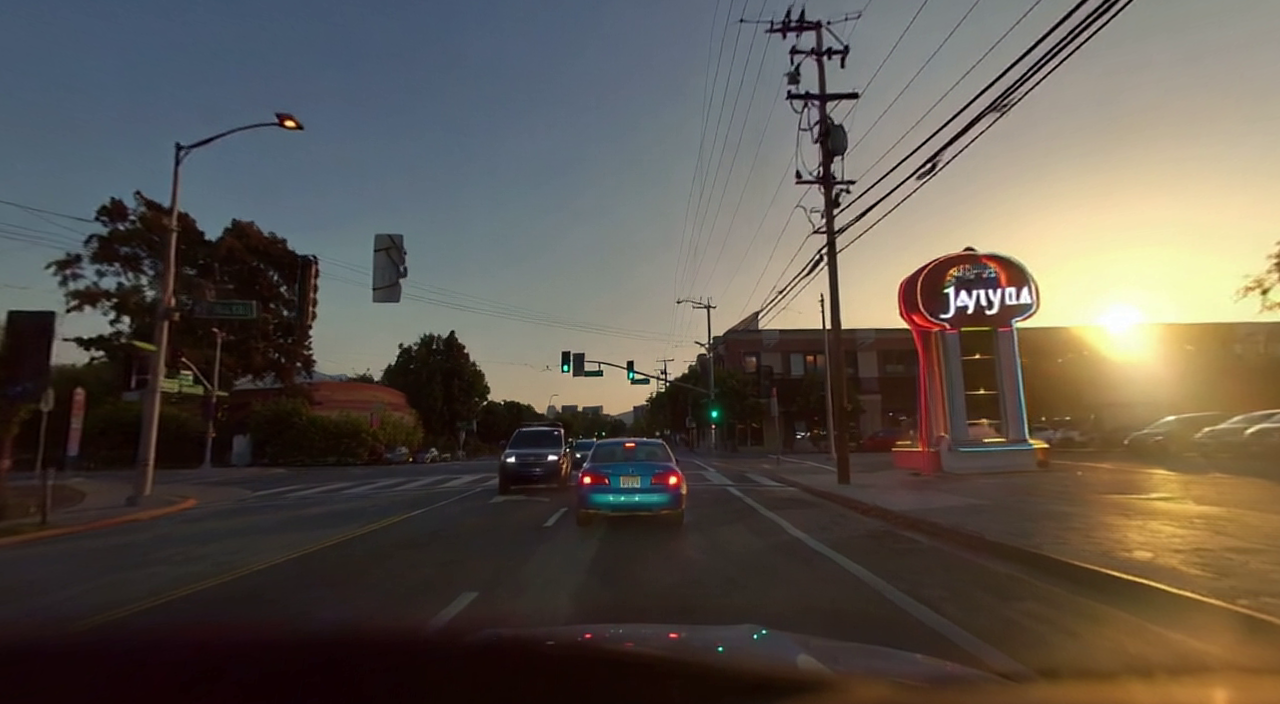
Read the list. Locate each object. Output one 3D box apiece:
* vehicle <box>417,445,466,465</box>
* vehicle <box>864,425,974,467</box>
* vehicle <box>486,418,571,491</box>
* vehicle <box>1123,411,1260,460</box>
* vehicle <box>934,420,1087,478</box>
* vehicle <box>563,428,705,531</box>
[{"bbox_3d":[-15.633,8.048,49.515,2.111,1.511,4.641,6,-10,-37],"label":"vehicle"},{"bbox_3d":[10.618,3.624,24.400,1.842,1.471,4.481,1,-8,-6],"label":"vehicle"},{"bbox_3d":[-3.126,2.984,18.628,2.106,1.852,4.512,1,-8,-5],"label":"vehicle"},{"bbox_3d":[18.688,2.851,21.346,4.446,1.511,1.977,4,-10,-29],"label":"vehicle"},{"bbox_3d":[10.514,2.800,18.339,1.888,1.455,4.268,0,-8,1],"label":"vehicle"},{"bbox_3d":[-0.154,2.180,11.398,2.070,1.481,4.216,0,-8,-2],"label":"vehicle"}]
